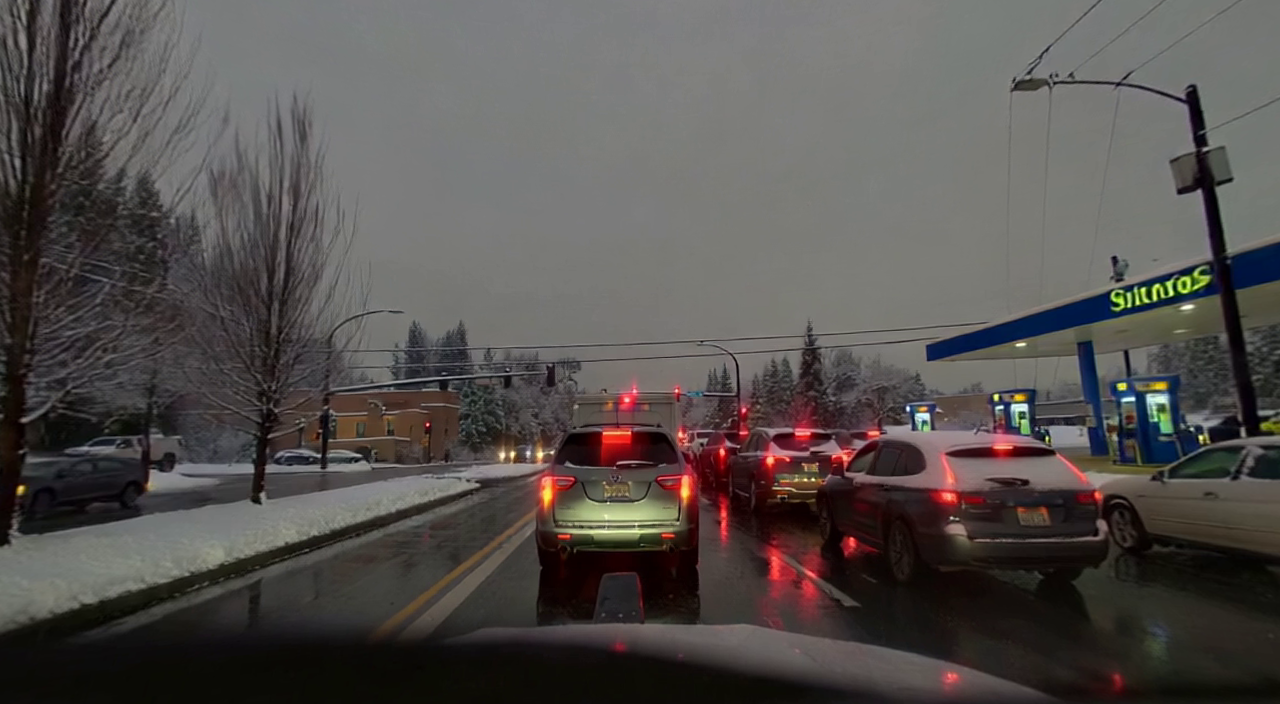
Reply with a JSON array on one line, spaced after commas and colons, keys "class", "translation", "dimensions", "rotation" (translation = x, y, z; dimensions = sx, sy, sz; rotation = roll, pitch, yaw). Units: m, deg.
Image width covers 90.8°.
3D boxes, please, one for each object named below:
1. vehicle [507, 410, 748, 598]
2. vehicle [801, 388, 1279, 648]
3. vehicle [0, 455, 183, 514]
[{"class": "vehicle", "translation": [-0.150, 1.612, 7.463], "dimensions": [2.106, 1.613, 3.697], "rotation": [0, -9, -1]}, {"class": "vehicle", "translation": [3.360, 1.420, 6.472], "dimensions": [2.056, 1.700, 4.399], "rotation": [0, -9, -3]}, {"class": "vehicle", "translation": [-17.946, 4.296, 21.007], "dimensions": [2.137, 1.635, 4.457], "rotation": [0, -9, 0]}]
